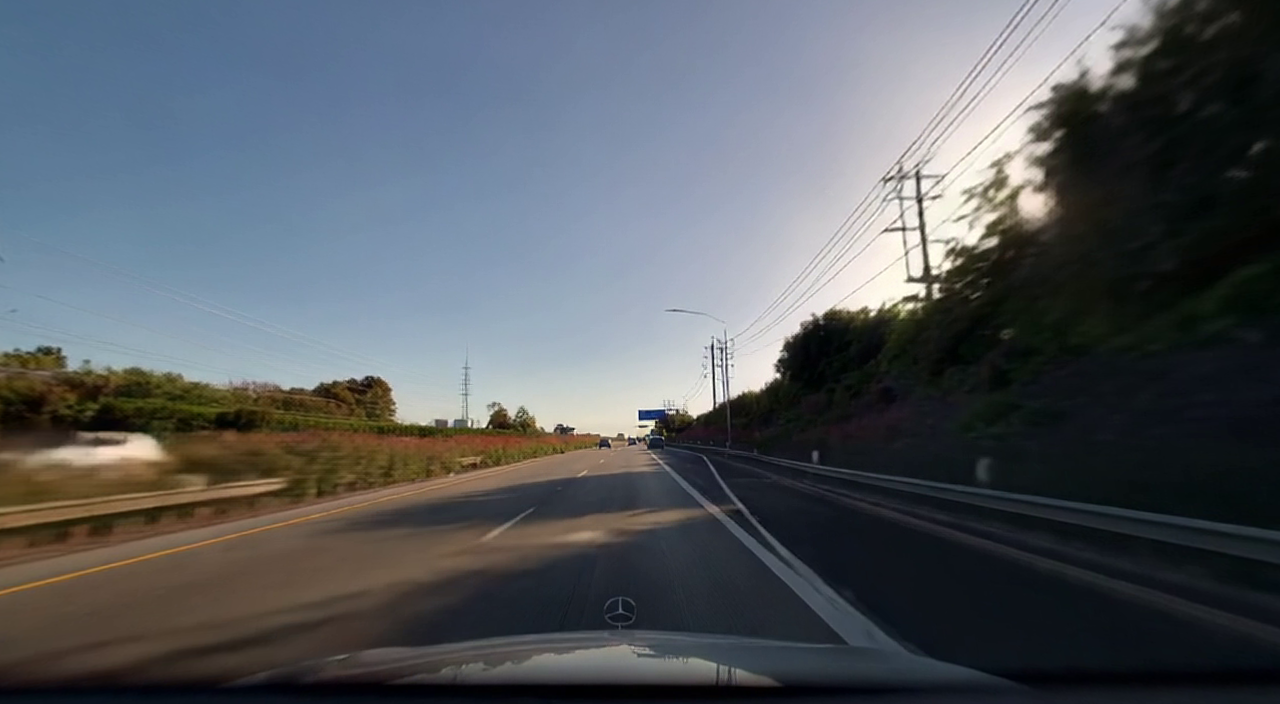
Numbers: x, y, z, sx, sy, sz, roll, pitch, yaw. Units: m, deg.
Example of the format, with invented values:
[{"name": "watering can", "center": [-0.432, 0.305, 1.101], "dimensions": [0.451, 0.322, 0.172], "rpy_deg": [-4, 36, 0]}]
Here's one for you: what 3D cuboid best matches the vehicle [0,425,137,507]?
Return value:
[{"name": "vehicle", "center": [-14.875, 2.679, 15.114], "dimensions": [1.828, 1.770, 4.609], "rpy_deg": [0, -8, -1]}]
